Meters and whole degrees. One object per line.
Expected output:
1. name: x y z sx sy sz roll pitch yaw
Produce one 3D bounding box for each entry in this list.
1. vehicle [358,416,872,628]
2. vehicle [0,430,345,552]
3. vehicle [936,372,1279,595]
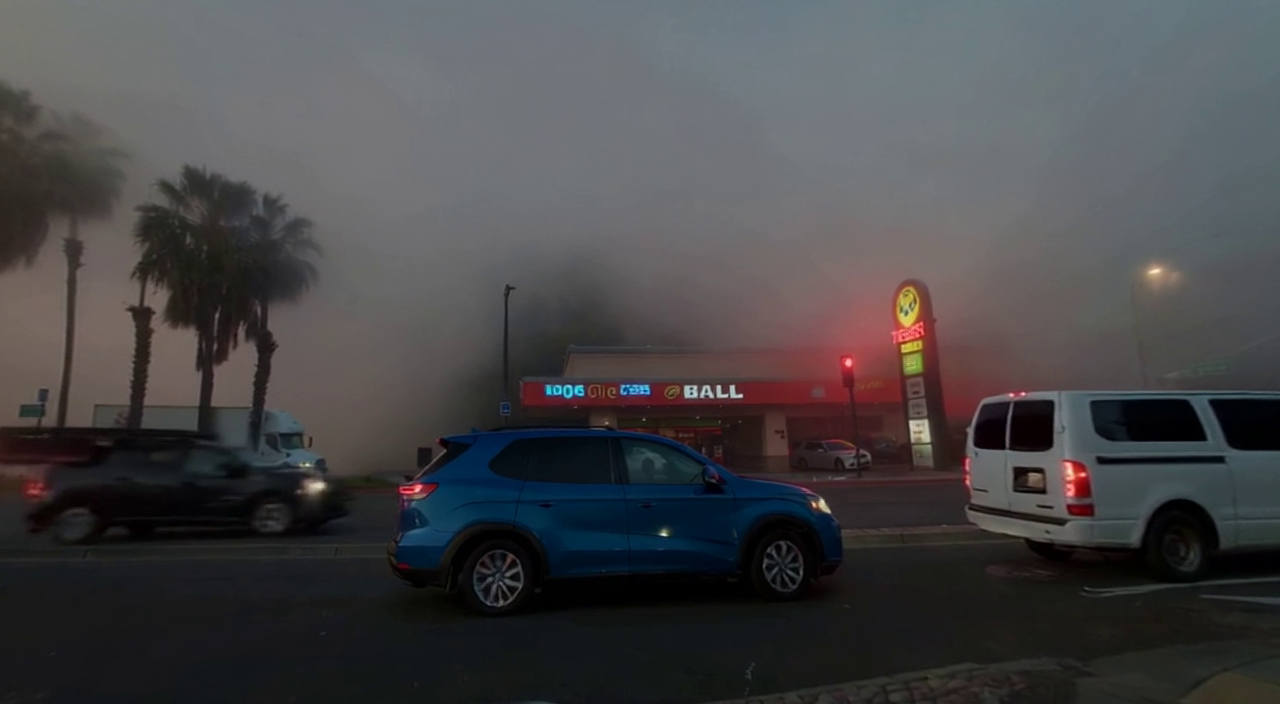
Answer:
1. vehicle: -0.239 1.611 6.666 4.493 1.728 2.137 1 -9 -8
2. vehicle: -7.222 2.062 9.792 4.280 1.625 2.062 1 -9 -7
3. vehicle: 7.346 1.516 7.848 6.246 2.202 2.277 1 -9 -7
